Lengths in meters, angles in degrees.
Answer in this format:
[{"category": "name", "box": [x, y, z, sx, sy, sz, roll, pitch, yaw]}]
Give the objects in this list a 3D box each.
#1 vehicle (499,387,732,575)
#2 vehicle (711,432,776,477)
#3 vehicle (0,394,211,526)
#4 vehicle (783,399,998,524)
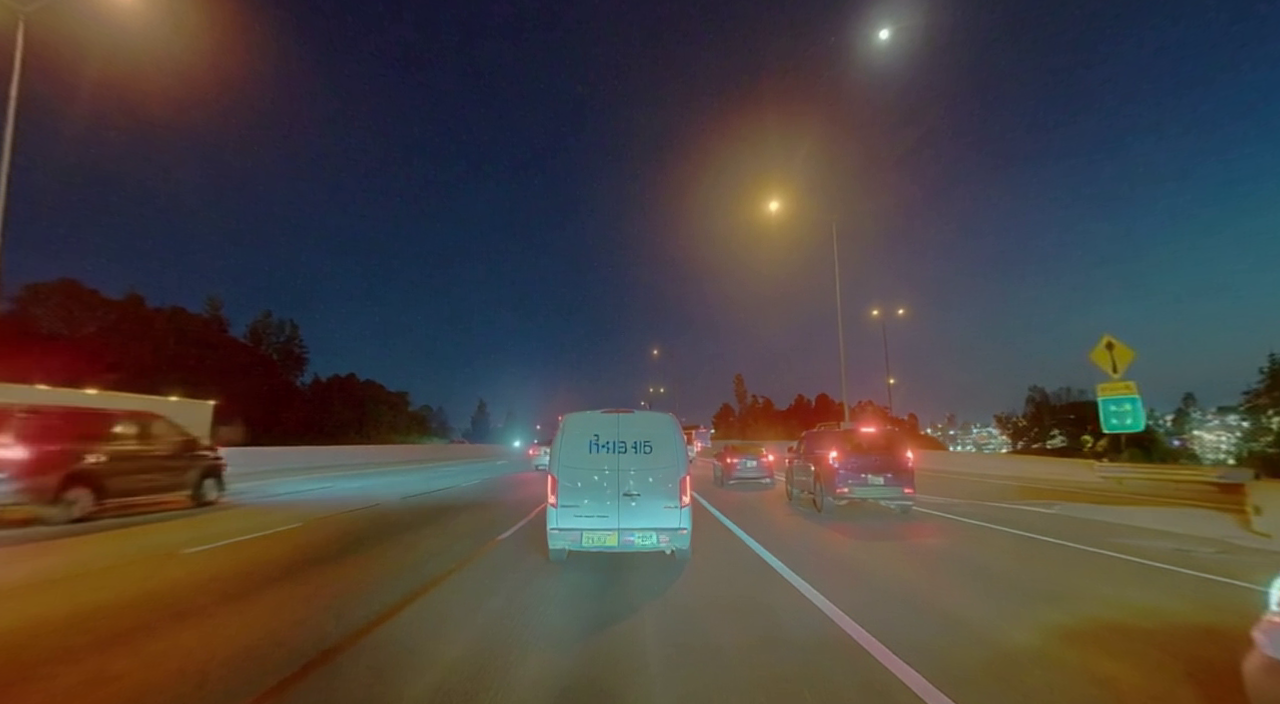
[{"category": "vehicle", "box": [-0.193, 1.588, 8.460, 2.287, 1.823, 4.369, 0, -8, 1]}, {"category": "vehicle", "box": [4.269, 4.323, 26.693, 2.064, 1.720, 4.416, 0, -8, 0]}, {"category": "vehicle", "box": [-10.378, 1.819, 10.879, 2.232, 1.882, 5.128, 0, -8, 0]}, {"category": "vehicle", "box": [4.669, 2.172, 12.933, 2.179, 1.999, 5.331, 1, -8, -1]}]
